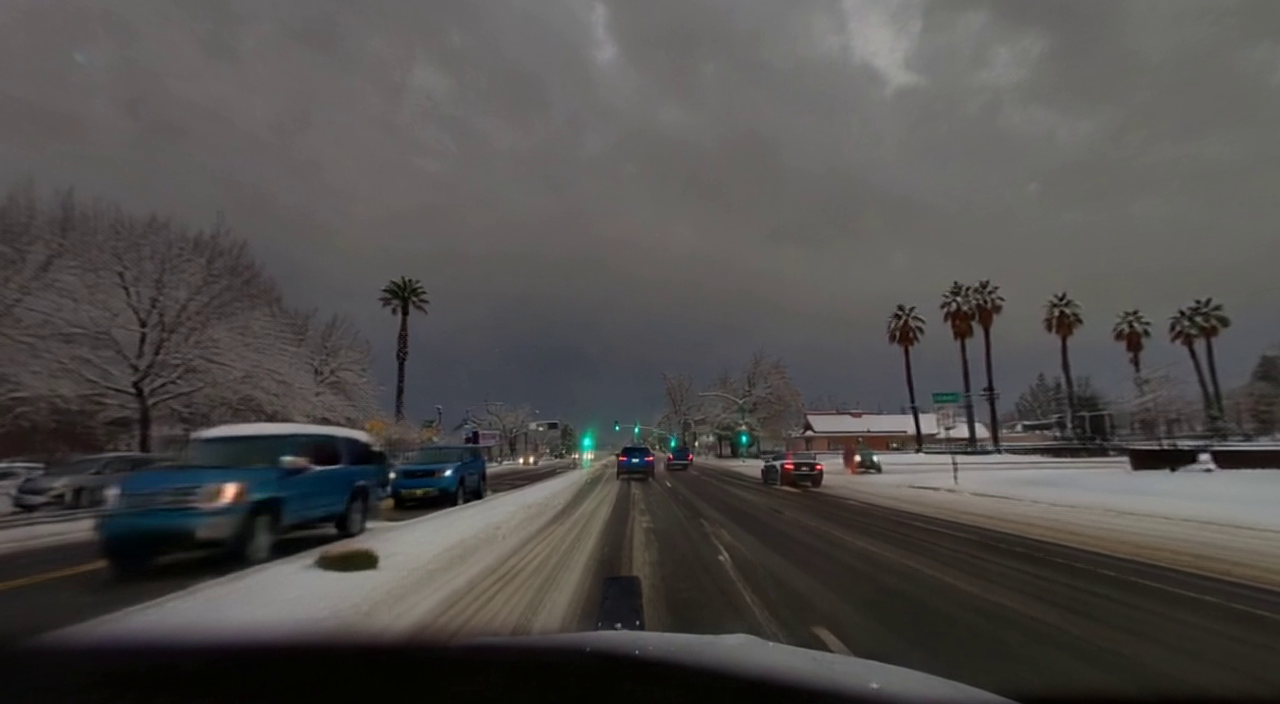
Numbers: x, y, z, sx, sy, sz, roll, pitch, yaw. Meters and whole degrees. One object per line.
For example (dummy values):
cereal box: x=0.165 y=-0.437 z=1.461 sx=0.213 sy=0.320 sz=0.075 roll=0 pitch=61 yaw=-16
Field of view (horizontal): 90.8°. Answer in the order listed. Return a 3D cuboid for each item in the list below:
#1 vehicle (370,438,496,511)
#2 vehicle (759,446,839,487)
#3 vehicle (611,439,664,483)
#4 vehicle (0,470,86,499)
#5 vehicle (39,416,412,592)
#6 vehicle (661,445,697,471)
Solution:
vehicle: x=-5.405 y=3.231 z=17.196 sx=2.016 sy=1.711 sz=4.387 roll=0 pitch=-9 yaw=-1
vehicle: x=6.181 y=4.486 z=25.139 sx=1.944 sy=1.447 sz=4.309 roll=0 pitch=-9 yaw=-2
vehicle: x=-0.143 y=4.746 z=27.785 sx=2.151 sy=1.787 sz=4.109 roll=0 pitch=-9 yaw=-1
vehicle: x=-33.786 y=7.350 z=35.158 sx=4.034 sy=1.452 sz=1.933 roll=-1 pitch=-9 yaw=2
vehicle: x=-5.089 y=1.901 z=8.812 sx=2.160 sy=1.769 sz=4.494 roll=0 pitch=-9 yaw=-1
vehicle: x=2.600 y=7.233 z=43.324 sx=2.112 sy=1.710 sz=4.234 roll=0 pitch=-9 yaw=-2
